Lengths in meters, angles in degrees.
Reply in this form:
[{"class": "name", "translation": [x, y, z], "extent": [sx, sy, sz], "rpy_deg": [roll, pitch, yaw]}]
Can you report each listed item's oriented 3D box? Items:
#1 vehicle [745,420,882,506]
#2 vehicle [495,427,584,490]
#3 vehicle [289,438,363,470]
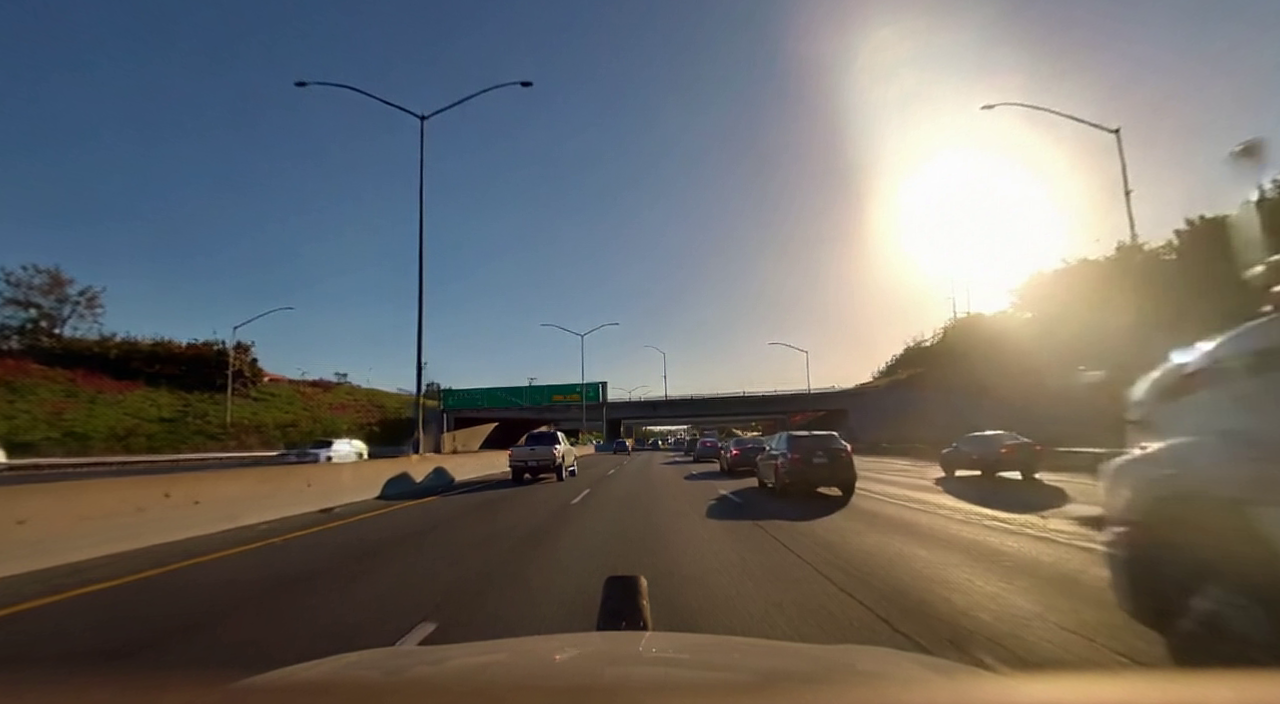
[{"class": "vehicle", "translation": [3.882, 2.589, 15.056], "extent": [1.991, 1.715, 4.455], "rpy_deg": [-1, -9, 0]}, {"class": "vehicle", "translation": [-3.029, 3.324, 19.952], "extent": [2.006, 1.741, 4.277], "rpy_deg": [-1, -9, 1]}, {"class": "vehicle", "translation": [-18.398, 5.979, 37.203], "extent": [1.922, 1.713, 4.461], "rpy_deg": [-1, -9, 2]}]
